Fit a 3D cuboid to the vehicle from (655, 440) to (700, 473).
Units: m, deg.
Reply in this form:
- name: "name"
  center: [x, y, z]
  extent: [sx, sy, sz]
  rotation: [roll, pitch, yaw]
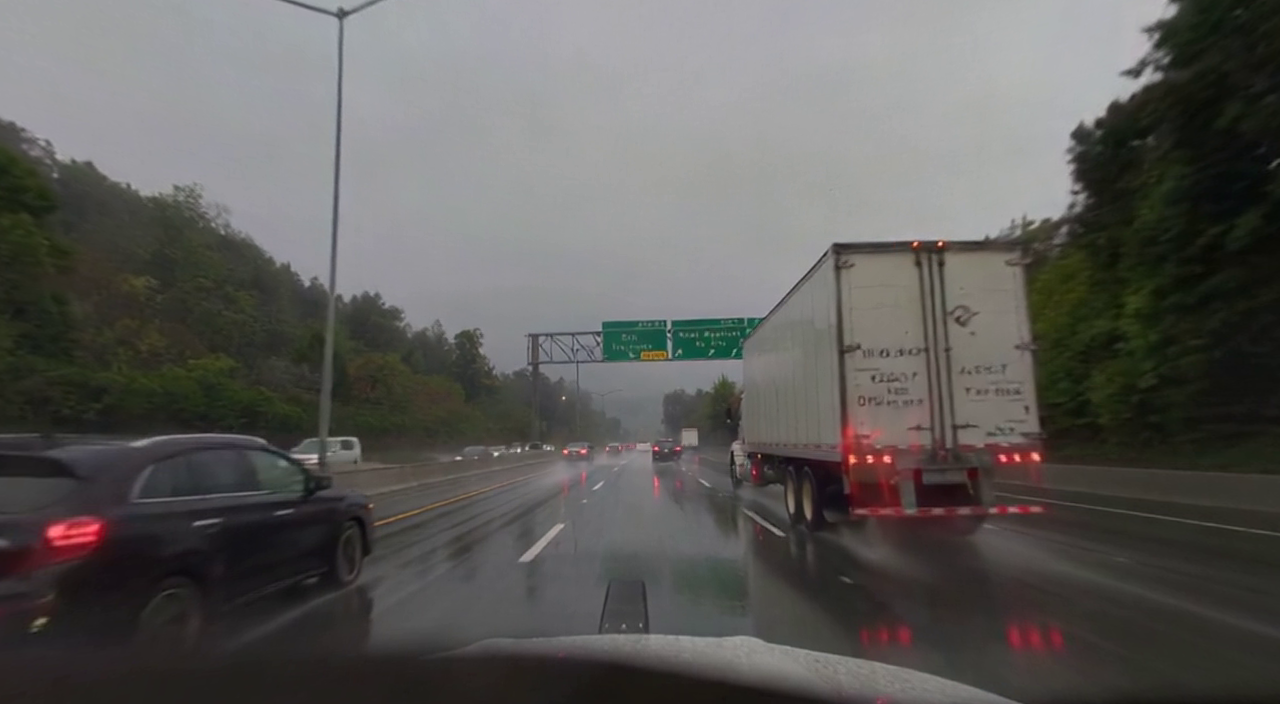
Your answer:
- name: "vehicle"
  center: [1.840, 5.118, 31.085]
  extent: [2.040, 1.461, 4.822]
  rotation: [-1, -8, 3]

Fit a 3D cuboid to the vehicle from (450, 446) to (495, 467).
- name: "vehicle"
  center: [-12.201, 7.612, 46.183]
  extent: [1.975, 1.476, 4.492]
  rotation: [0, -8, 1]

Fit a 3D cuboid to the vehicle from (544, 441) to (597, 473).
- name: "vehicle"
  center: [-3.463, 5.323, 32.204]
  extent: [2.099, 1.494, 4.504]
  rotation: [0, -8, 1]

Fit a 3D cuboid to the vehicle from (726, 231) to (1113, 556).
- name: "vehicle"
  center: [4.019, 1.241, 13.133]
  extent: [2.985, 3.895, 11.239]
  rotation: [0, -8, 1]

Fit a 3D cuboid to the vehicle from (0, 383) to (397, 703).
- name: "vehicle"
  center: [-3.440, 1.102, 3.644]
  extent: [1.974, 1.589, 5.047]
  rotation: [0, -8, 1]
